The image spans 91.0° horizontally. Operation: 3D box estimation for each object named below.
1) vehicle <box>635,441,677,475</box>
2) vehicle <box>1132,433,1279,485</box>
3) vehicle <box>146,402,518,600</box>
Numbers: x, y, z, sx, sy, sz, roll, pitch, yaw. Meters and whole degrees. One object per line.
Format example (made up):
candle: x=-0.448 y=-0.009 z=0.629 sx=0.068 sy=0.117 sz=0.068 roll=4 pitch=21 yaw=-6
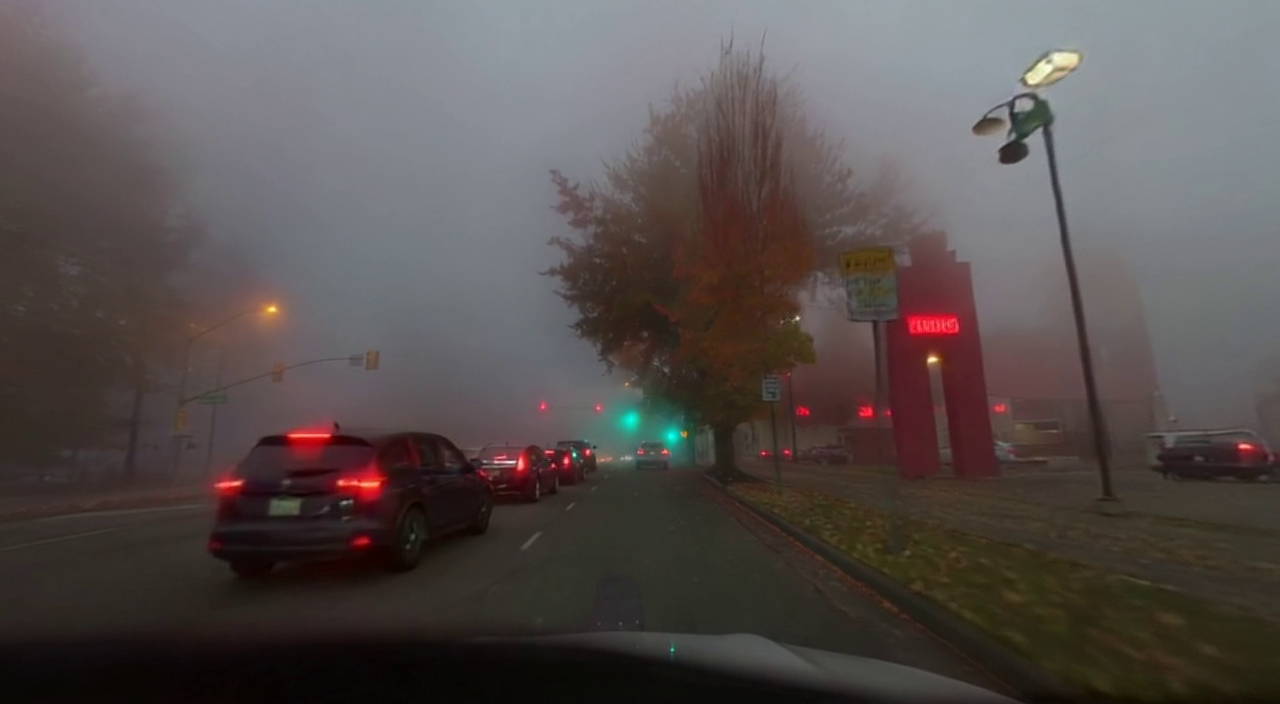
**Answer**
vehicle: x=0.829 y=5.641 z=33.806 sx=2.144 sy=1.704 sz=4.028 roll=0 pitch=-8 yaw=1
vehicle: x=20.523 y=3.820 z=22.810 sx=1.917 sy=1.675 sz=4.450 roll=0 pitch=-8 yaw=3
vehicle: x=-3.095 y=1.613 z=7.721 sx=2.165 sy=1.663 sz=4.513 roll=0 pitch=-9 yaw=1
